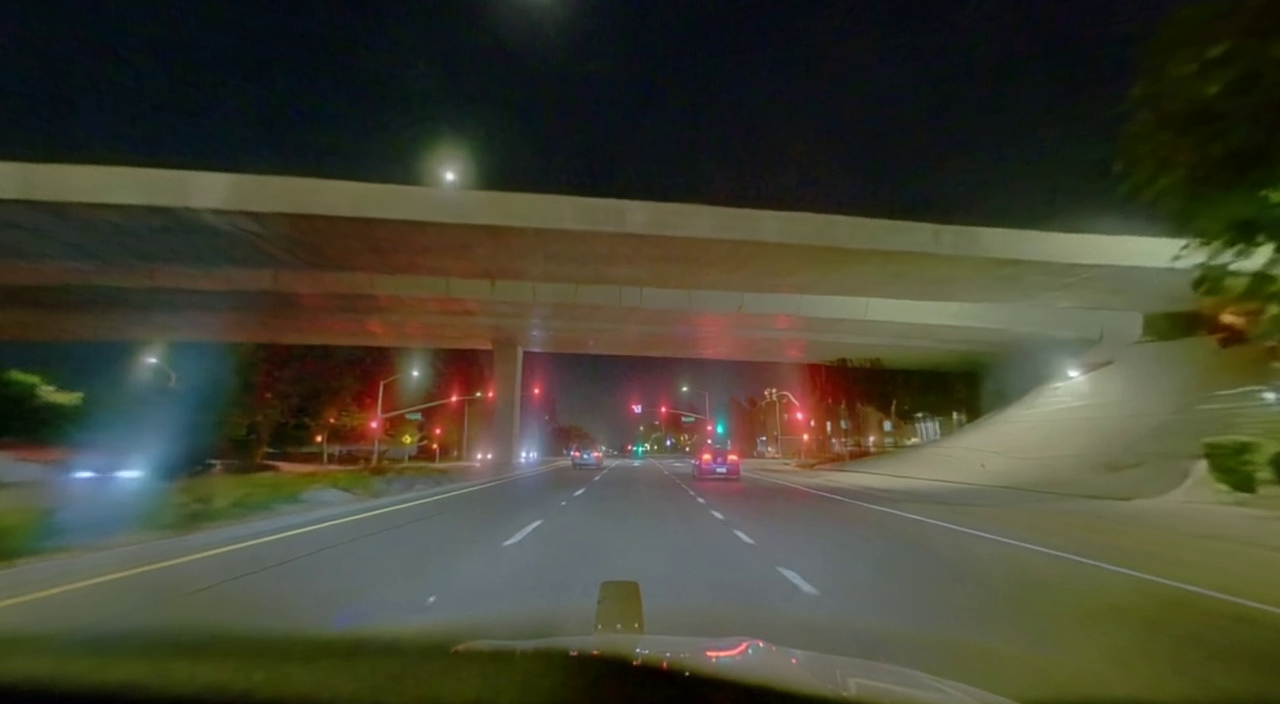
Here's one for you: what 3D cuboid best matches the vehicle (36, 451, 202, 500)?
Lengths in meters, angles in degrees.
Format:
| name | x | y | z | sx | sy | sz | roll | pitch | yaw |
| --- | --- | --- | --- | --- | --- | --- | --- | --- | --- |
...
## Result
| name | x | y | z | sx | sy | sz | roll | pitch | yaw |
| --- | --- | --- | --- | --- | --- | --- | --- | --- | --- |
| vehicle | -18.283 | 4.314 | 22.552 | 2.003 | 1.494 | 4.580 | 0 | -8 | 0 |

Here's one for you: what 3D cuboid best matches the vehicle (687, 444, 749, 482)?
| name | x | y | z | sx | sy | sz | roll | pitch | yaw |
| --- | --- | --- | --- | --- | --- | --- | --- | --- | --- |
| vehicle | 3.315 | 4.805 | 27.713 | 2.068 | 1.497 | 4.247 | 0 | -8 | -1 |

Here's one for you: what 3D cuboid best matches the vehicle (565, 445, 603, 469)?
| name | x | y | z | sx | sy | sz | roll | pitch | yaw |
| --- | --- | --- | --- | --- | --- | --- | --- | --- | --- |
| vehicle | -3.736 | 7.032 | 42.590 | 2.060 | 1.484 | 4.417 | 0 | -8 | 1 |
